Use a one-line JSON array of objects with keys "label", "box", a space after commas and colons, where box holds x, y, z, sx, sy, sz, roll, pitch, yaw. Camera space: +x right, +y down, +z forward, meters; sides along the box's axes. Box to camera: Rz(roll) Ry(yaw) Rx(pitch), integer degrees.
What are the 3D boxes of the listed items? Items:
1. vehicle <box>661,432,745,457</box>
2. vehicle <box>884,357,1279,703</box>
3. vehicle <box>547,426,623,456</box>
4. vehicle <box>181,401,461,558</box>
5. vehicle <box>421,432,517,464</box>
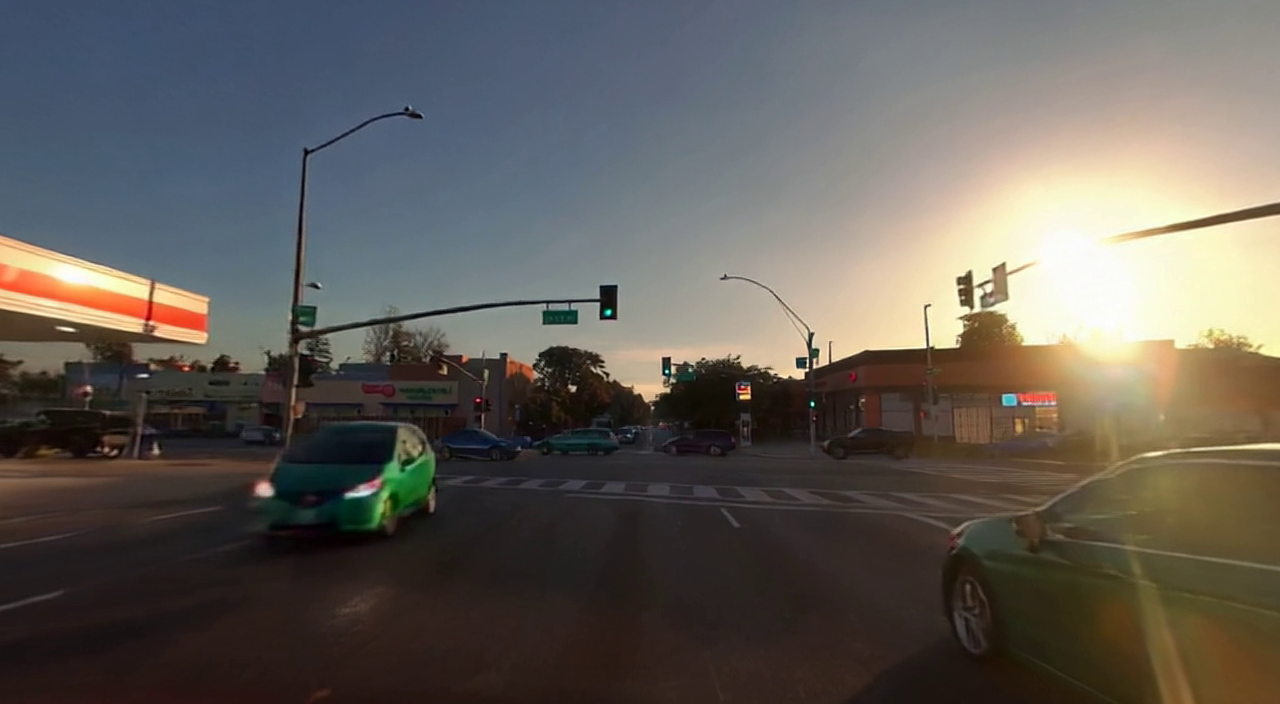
[{"label": "vehicle", "box": [3.834, 5.735, 38.979, 4.801, 1.466, 1.830, -5, -10, 28]}, {"label": "vehicle", "box": [2.893, 0.874, 2.521, 1.995, 1.525, 4.392, 0, -8, -1]}, {"label": "vehicle", "box": [-3.368, 5.503, 38.891, 4.311, 1.742, 1.864, -4, -9, 26]}, {"label": "vehicle", "box": [-4.161, 1.731, 9.309, 2.196, 1.696, 4.484, 1, -8, -7]}, {"label": "vehicle", "box": [-8.671, 4.840, 31.928, 4.806, 1.482, 1.862, -6, -10, 32]}]
